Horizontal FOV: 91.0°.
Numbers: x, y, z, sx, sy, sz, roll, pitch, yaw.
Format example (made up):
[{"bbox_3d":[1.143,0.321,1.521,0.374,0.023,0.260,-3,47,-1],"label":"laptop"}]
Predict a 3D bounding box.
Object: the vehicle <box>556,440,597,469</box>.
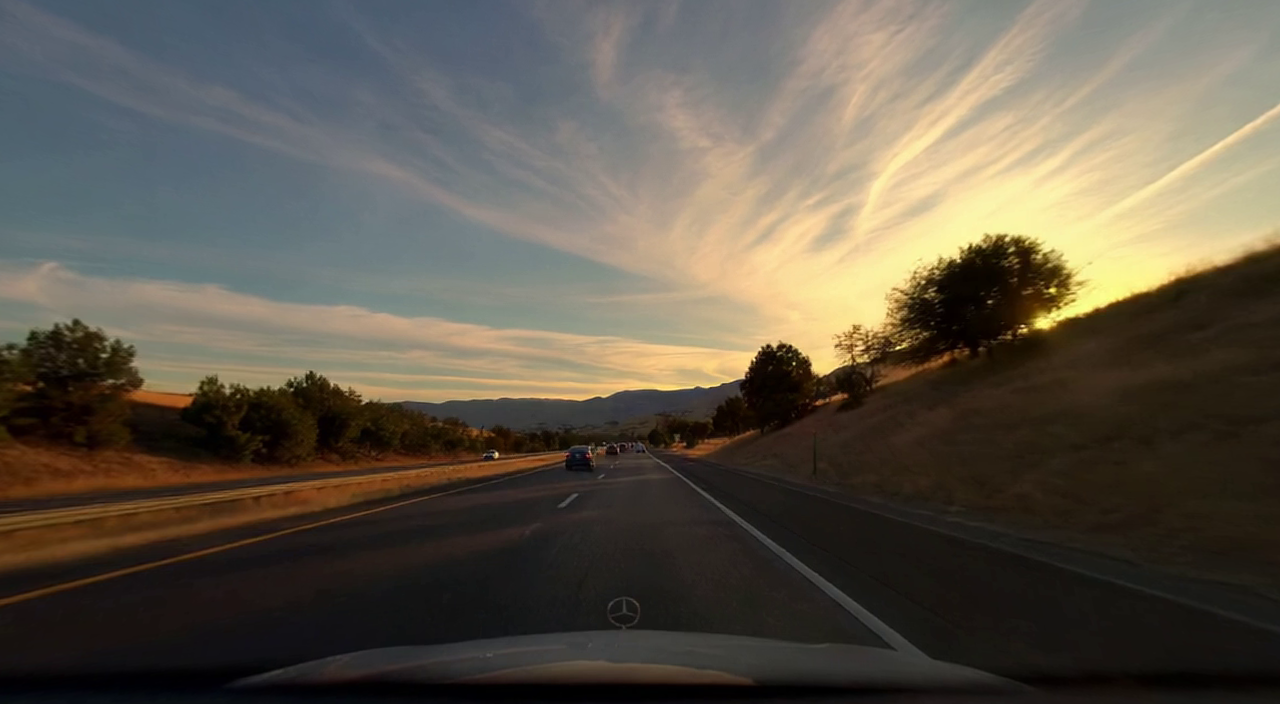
[{"bbox_3d":[-3.973,6.539,40.257,2.132,1.701,4.303,0,-9,0],"label":"vehicle"}]
